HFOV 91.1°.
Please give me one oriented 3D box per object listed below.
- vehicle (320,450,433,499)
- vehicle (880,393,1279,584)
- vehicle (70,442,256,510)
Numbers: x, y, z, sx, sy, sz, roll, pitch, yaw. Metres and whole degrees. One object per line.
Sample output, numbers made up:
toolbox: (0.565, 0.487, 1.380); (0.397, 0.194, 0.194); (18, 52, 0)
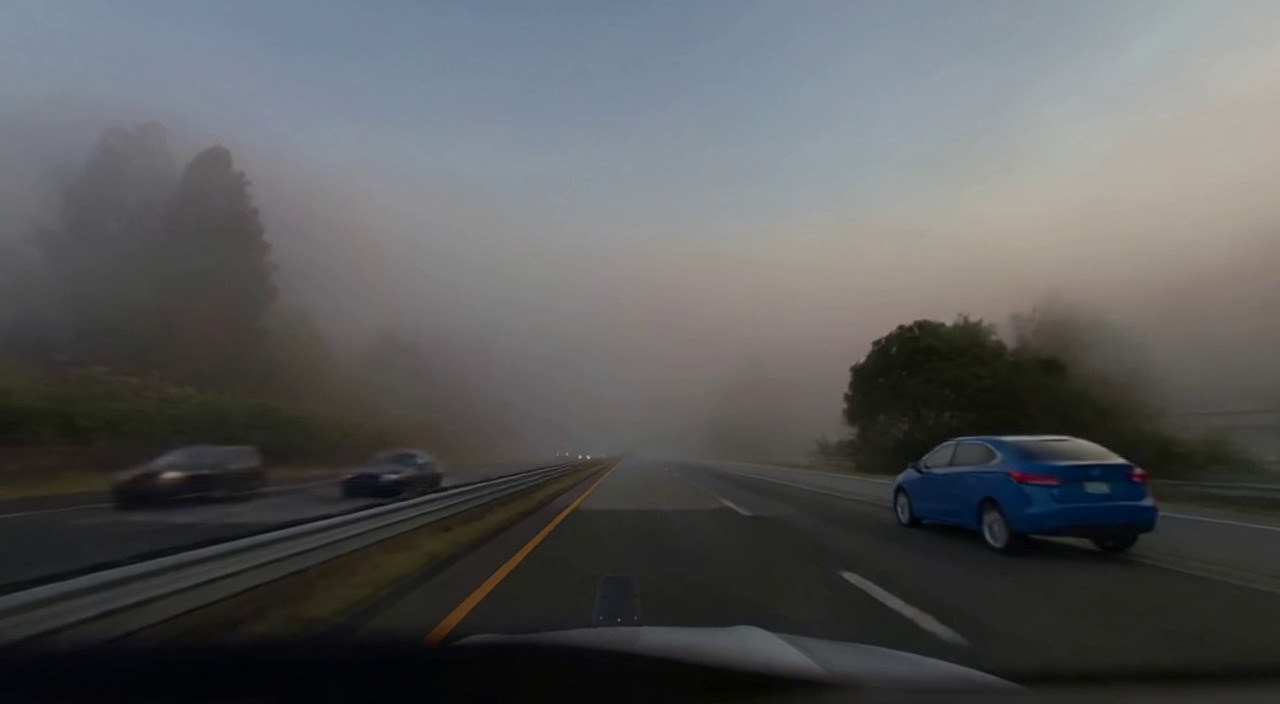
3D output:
vehicle: (-8.798, 4.103, 21.490); (2.036, 1.482, 4.349); (0, -9, -1)
vehicle: (5.201, 1.646, 8.337); (2.117, 1.783, 4.627); (0, -9, -1)
vehicle: (-13.197, 3.426, 17.825); (2.024, 1.663, 4.158); (0, -9, -1)
